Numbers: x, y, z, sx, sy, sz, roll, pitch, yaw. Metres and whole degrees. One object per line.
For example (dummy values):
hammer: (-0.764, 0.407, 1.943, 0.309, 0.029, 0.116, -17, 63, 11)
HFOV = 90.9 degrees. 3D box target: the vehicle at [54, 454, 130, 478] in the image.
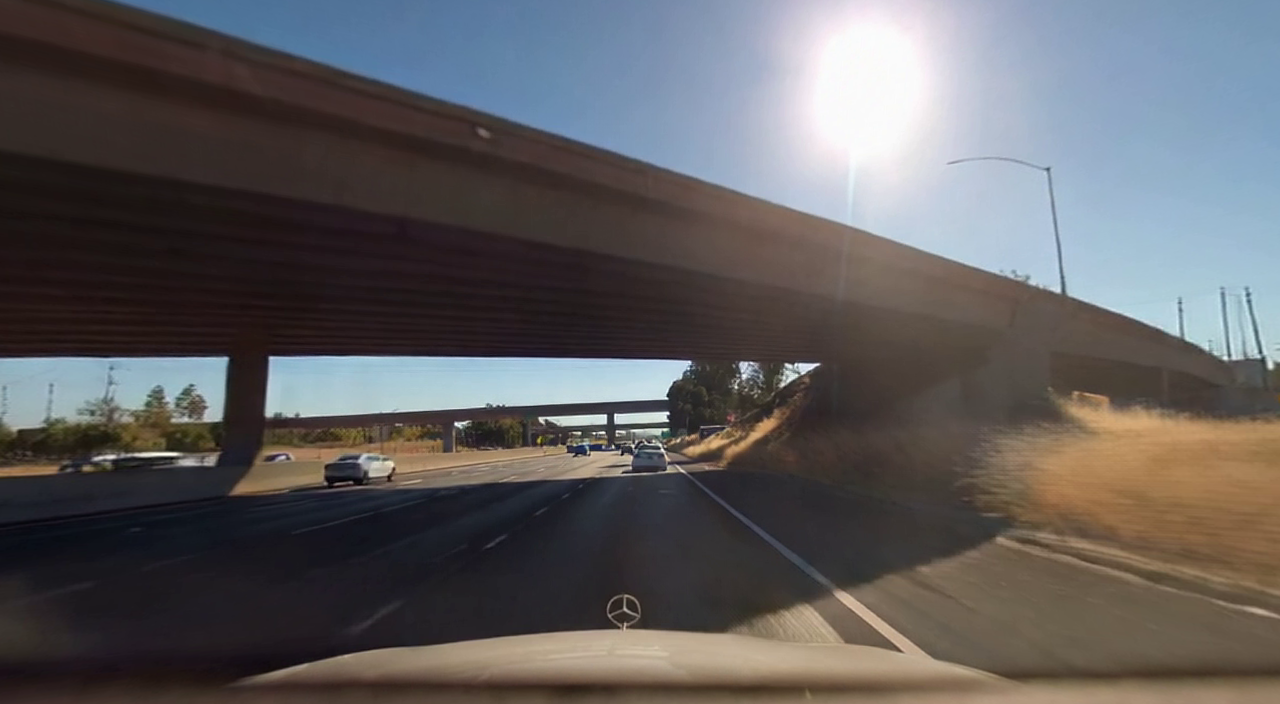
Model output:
vehicle: (-35.646, 7.406, 41.133, 1.621, 1.437, 3.645, -1, -9, 1)

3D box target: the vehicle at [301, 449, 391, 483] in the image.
vehicle: (-14.216, 5.500, 30.830, 1.960, 1.505, 4.854, -1, -9, 1)

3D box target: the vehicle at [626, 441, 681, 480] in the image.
vehicle: (0.524, 4.621, 27.038, 2.145, 1.493, 4.146, 0, -9, 0)
